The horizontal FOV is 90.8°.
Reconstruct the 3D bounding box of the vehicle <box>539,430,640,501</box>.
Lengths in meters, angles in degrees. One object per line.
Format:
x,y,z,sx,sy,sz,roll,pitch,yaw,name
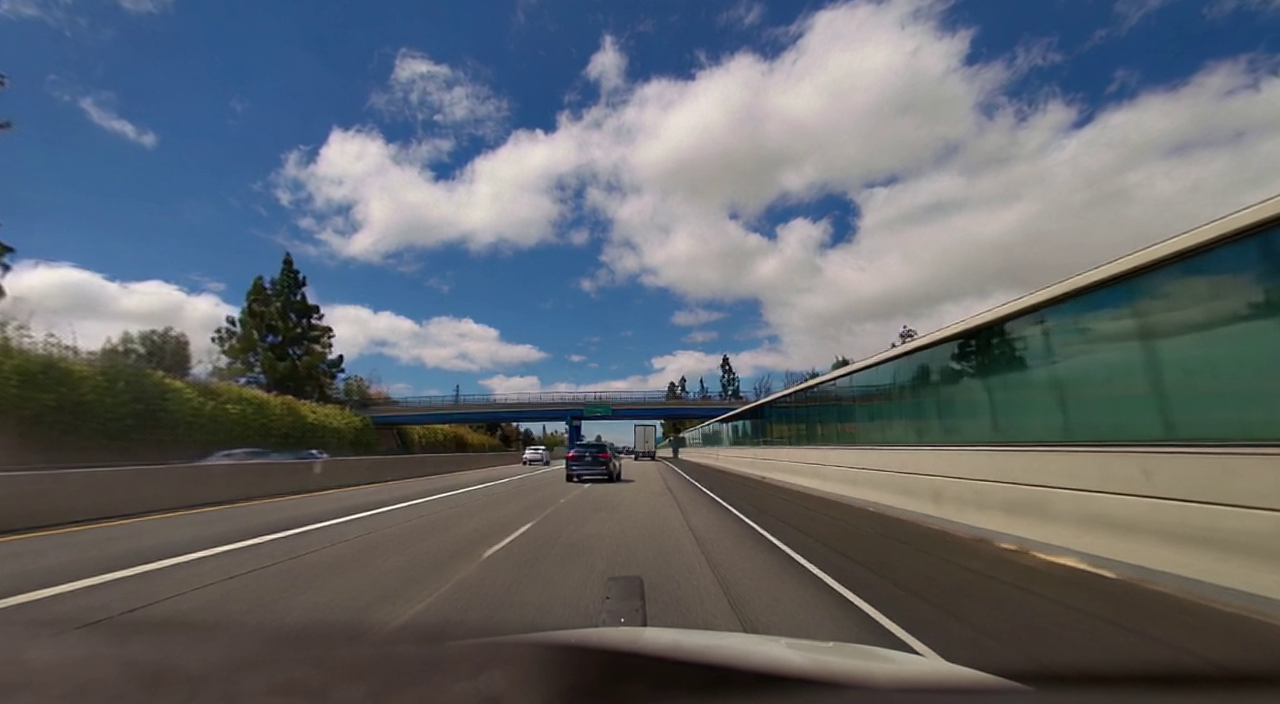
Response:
-1.264,3.166,17.925,2.299,1.716,4.579,-1,-9,2,vehicle

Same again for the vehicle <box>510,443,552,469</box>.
-7.296,7.036,42.772,2.024,1.605,4.499,0,-9,0,vehicle
